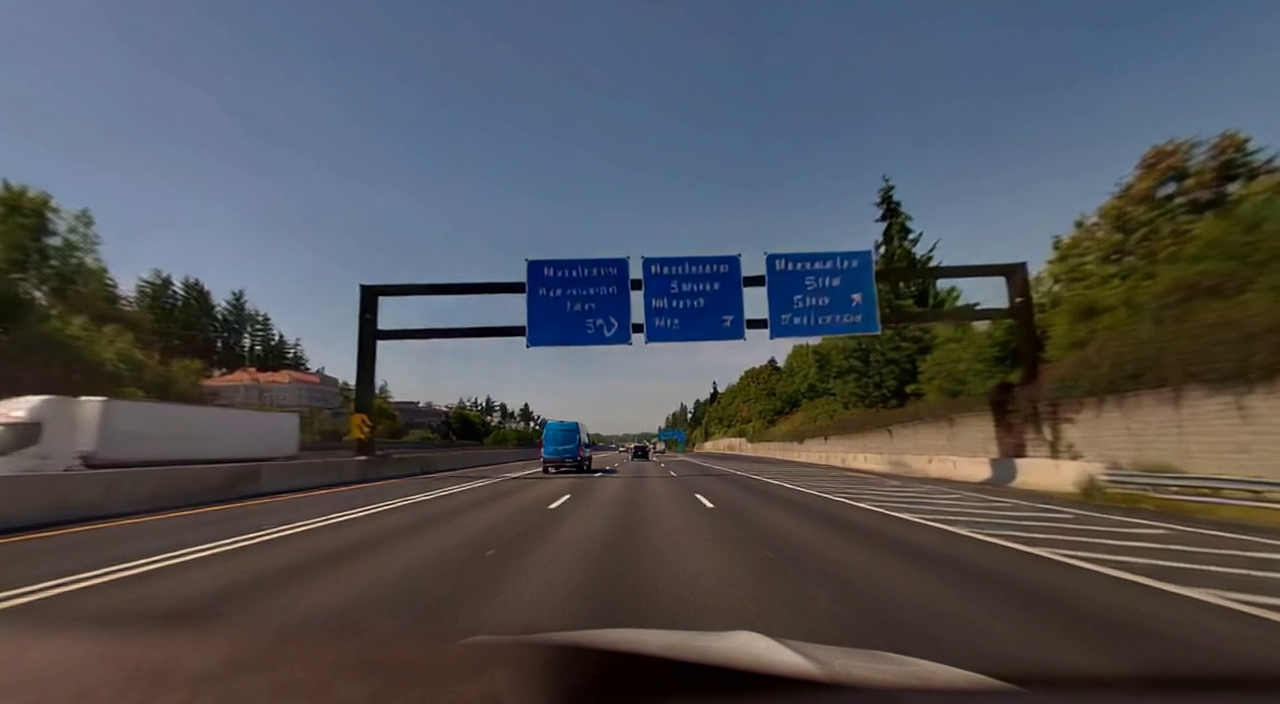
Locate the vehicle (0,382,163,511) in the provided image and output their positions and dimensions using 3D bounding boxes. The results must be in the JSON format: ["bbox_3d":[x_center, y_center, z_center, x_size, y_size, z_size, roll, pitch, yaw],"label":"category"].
[{"bbox_3d":[-20.369,3.239,21.727,2.966,3.817,5.992,0,-9,0],"label":"vehicle"}]

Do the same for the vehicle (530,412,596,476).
[{"bbox_3d":[-3.552,4.469,30.502,2.382,2.736,5.982,0,-9,0],"label":"vehicle"}]
